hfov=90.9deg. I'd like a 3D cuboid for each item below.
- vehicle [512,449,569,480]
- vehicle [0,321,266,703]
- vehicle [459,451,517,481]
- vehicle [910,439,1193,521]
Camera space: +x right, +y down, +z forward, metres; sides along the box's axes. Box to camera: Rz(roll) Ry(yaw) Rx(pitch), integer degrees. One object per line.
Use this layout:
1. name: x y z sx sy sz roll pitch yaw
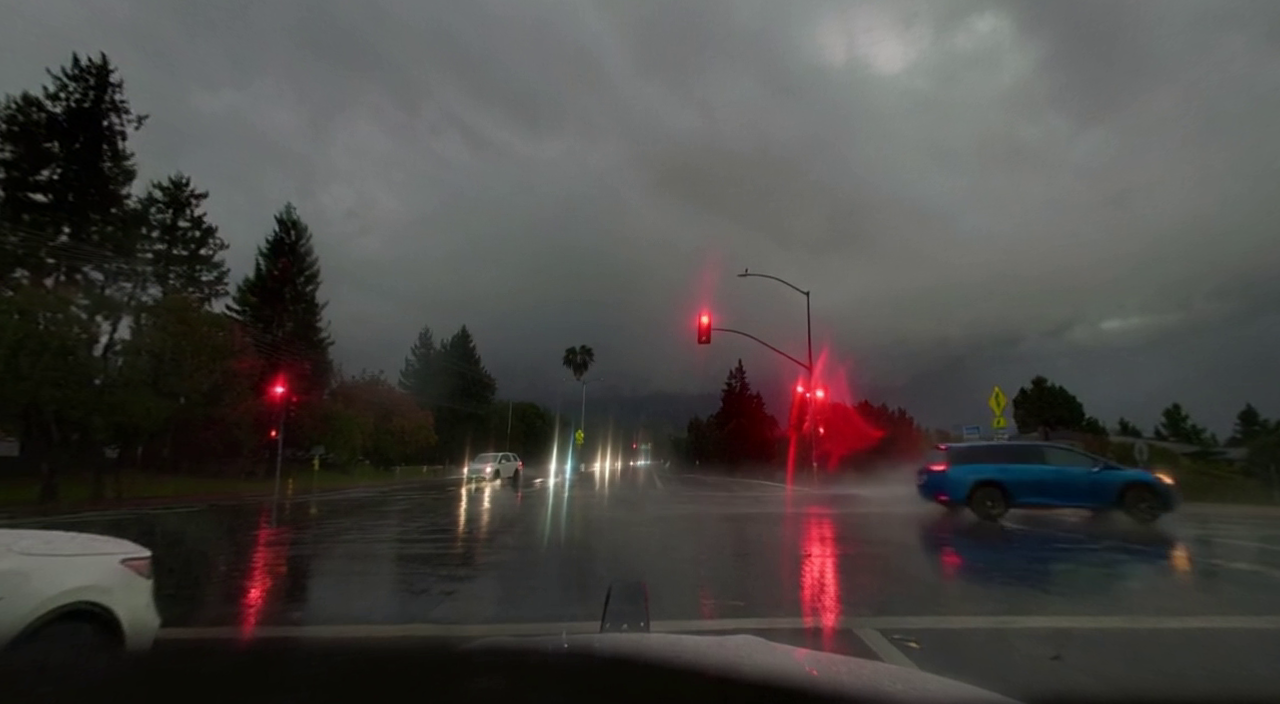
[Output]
1. vehicle: -5.195 5.923 33.535 2.107 1.456 4.728 0 -8 2
2. vehicle: -3.456 0.669 1.528 2.242 1.761 4.505 0 -8 1
3. vehicle: -8.000 6.006 33.481 1.960 1.433 4.213 0 -8 1
4. vehicle: 8.066 2.521 12.686 4.404 1.486 1.841 0 -8 -2
